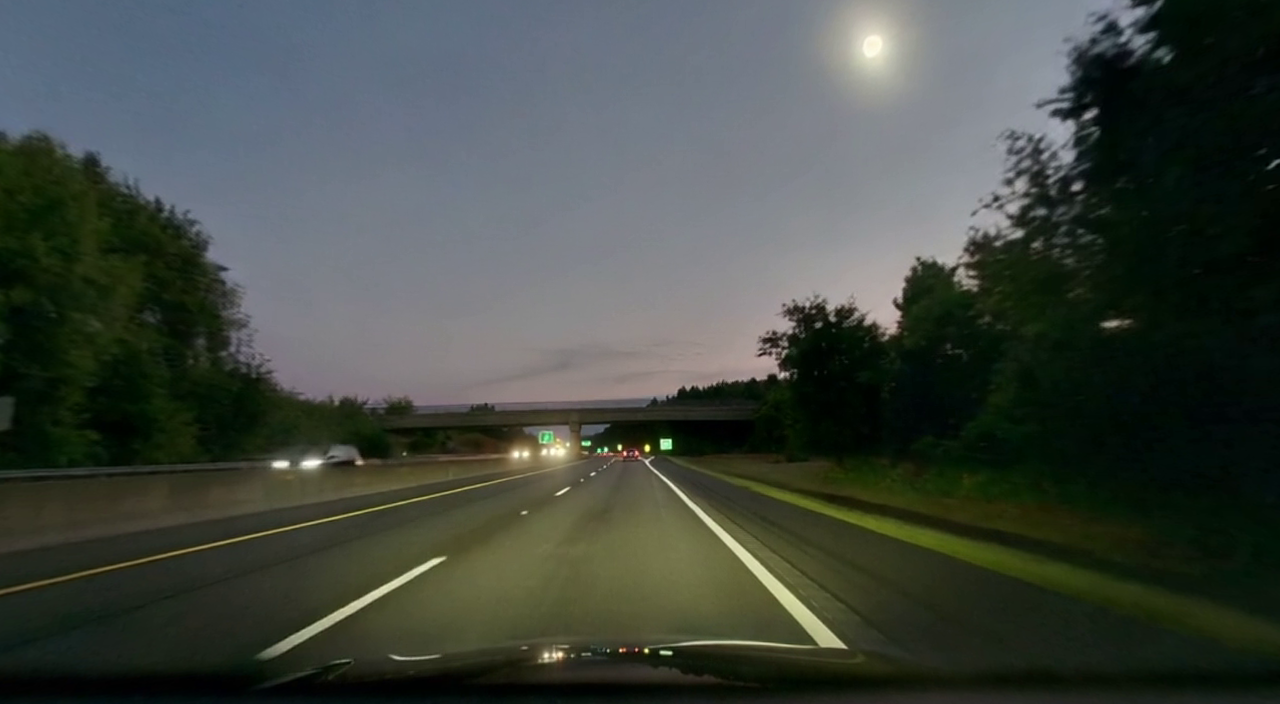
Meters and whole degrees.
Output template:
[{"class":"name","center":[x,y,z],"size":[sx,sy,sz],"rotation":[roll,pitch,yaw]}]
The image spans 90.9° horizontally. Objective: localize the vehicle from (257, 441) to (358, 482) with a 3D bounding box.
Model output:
[{"class":"vehicle","center":[-14.078,4.660,26.988],"size":[2.017,1.610,4.211],"rotation":[0,-9,-1]}]
